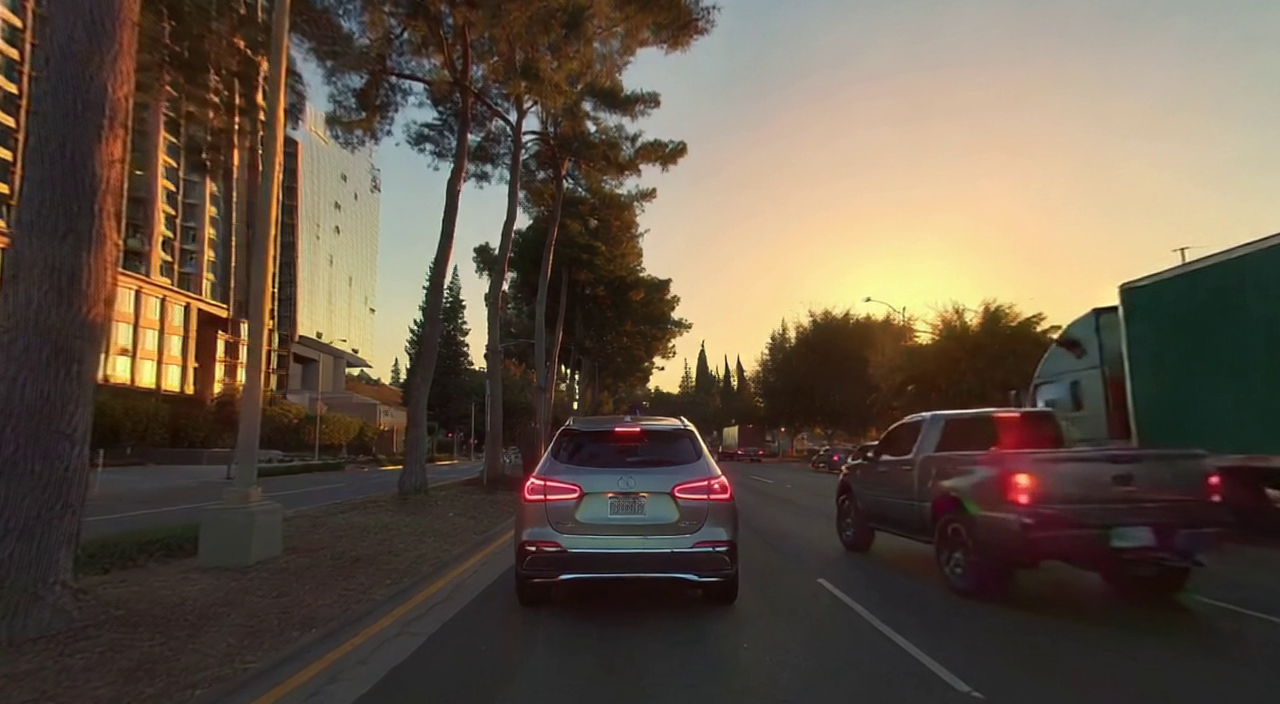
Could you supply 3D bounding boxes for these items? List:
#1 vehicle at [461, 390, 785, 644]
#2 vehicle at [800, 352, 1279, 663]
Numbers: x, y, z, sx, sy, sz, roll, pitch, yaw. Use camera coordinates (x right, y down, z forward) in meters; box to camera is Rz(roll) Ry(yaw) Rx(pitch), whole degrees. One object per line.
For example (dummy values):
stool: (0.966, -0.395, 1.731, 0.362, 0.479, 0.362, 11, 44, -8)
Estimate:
vehicle: (-0.161, 1.407, 6.327, 2.172, 1.694, 4.055, 0, -8, -2)
vehicle: (3.613, 1.356, 6.680, 2.388, 1.932, 5.410, 0, -8, 0)
